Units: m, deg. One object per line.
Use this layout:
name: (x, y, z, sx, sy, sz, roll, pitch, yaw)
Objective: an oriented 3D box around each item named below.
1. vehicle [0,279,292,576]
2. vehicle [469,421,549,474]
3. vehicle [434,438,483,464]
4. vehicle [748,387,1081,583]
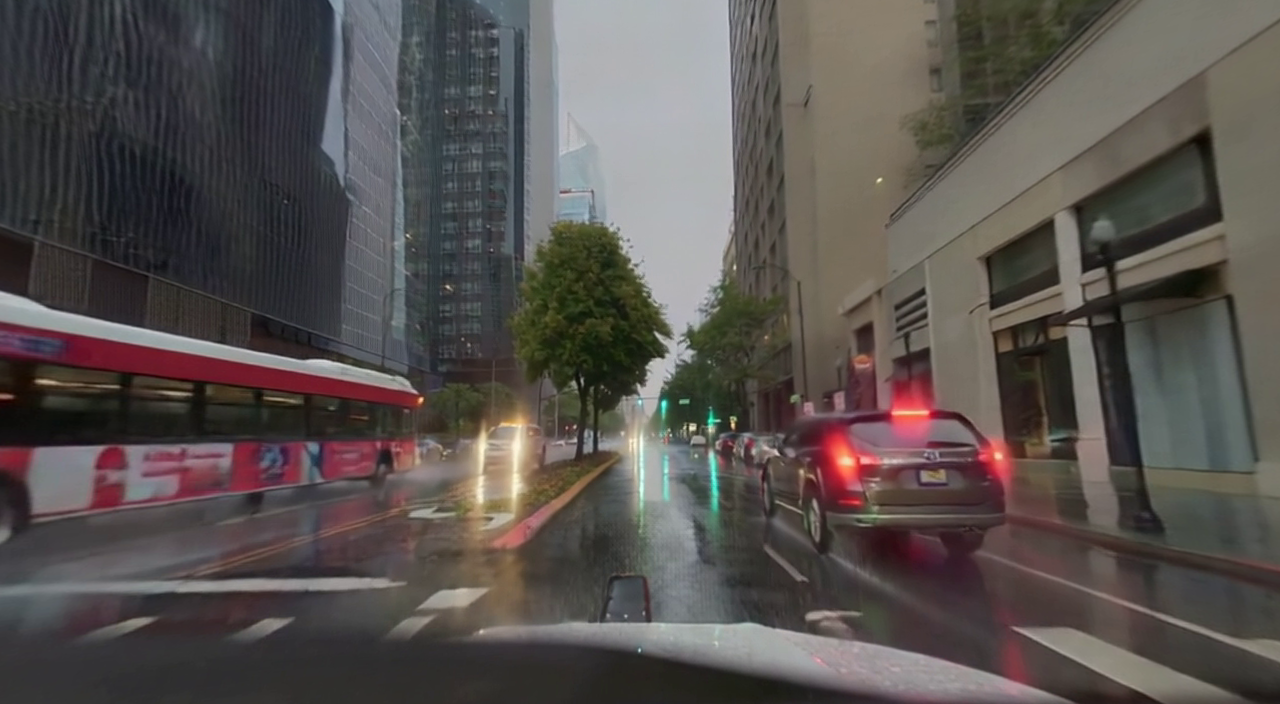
vehicle: (-8.973, 0.946, 7.796, 3.318, 3.359, 10.406, 0, -8, 1)
vehicle: (-5.031, 3.770, 25.002, 2.030, 1.881, 4.994, 0, -8, 1)
vehicle: (-11.791, 6.458, 41.300, 1.937, 1.642, 4.591, 0, -8, -2)
vehicle: (3.066, 1.648, 8.741, 2.118, 1.848, 5.426, 0, -8, -1)
